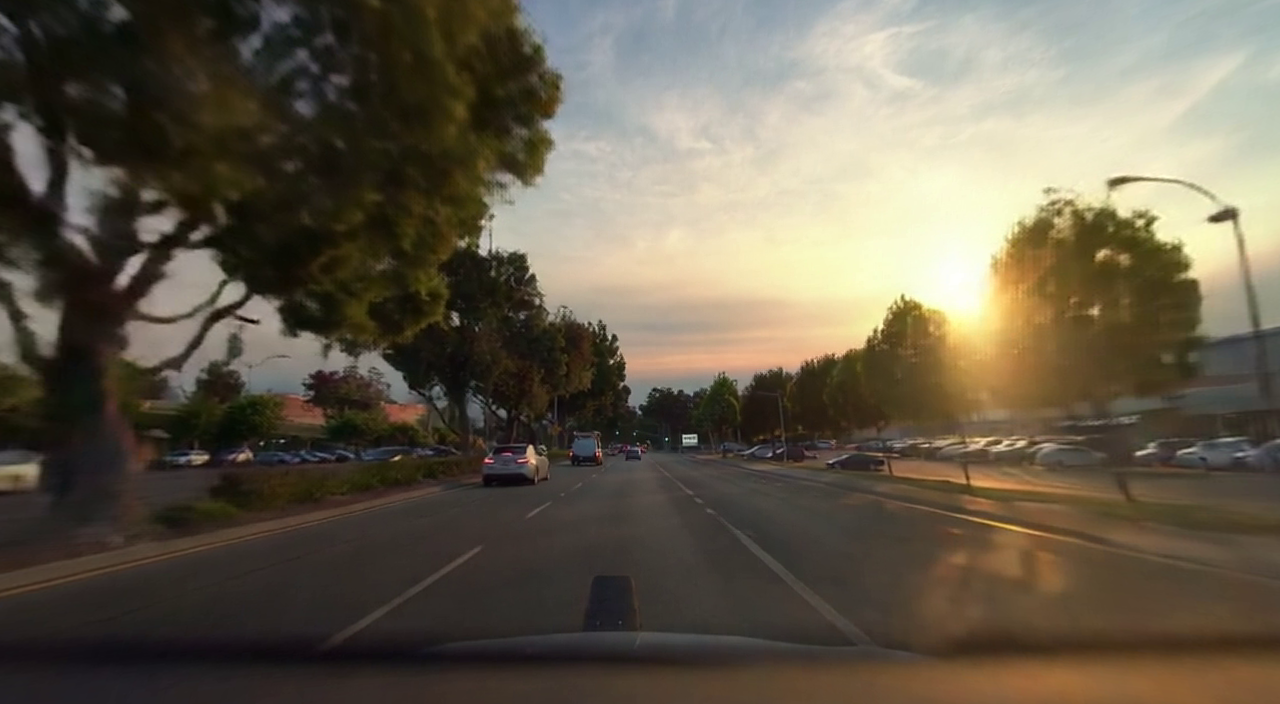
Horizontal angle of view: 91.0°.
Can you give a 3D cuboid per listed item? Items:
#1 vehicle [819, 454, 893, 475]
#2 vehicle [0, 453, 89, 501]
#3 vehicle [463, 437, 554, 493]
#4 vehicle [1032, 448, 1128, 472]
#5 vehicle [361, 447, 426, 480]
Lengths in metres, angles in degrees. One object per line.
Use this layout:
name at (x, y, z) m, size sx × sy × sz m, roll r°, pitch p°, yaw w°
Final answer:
vehicle at (16.172, 8.450, 47.302) m, size 4.723 × 1.466 × 2.085 m, roll 0°, pitch -9°, yaw -1°
vehicle at (-23.002, 4.541, 23.120) m, size 1.836 × 1.582 × 4.075 m, roll 0°, pitch -9°, yaw -2°
vehicle at (-4.256, 3.728, 21.149) m, size 2.109 × 1.672 × 4.256 m, roll 0°, pitch -9°, yaw 0°
vehicle at (28.880, 7.097, 41.395) m, size 4.754 × 1.499 × 1.955 m, roll 0°, pitch -9°, yaw 2°
vehicle at (-12.487, 5.639, 32.169) m, size 1.760 × 1.567 × 3.930 m, roll 0°, pitch -9°, yaw -1°
